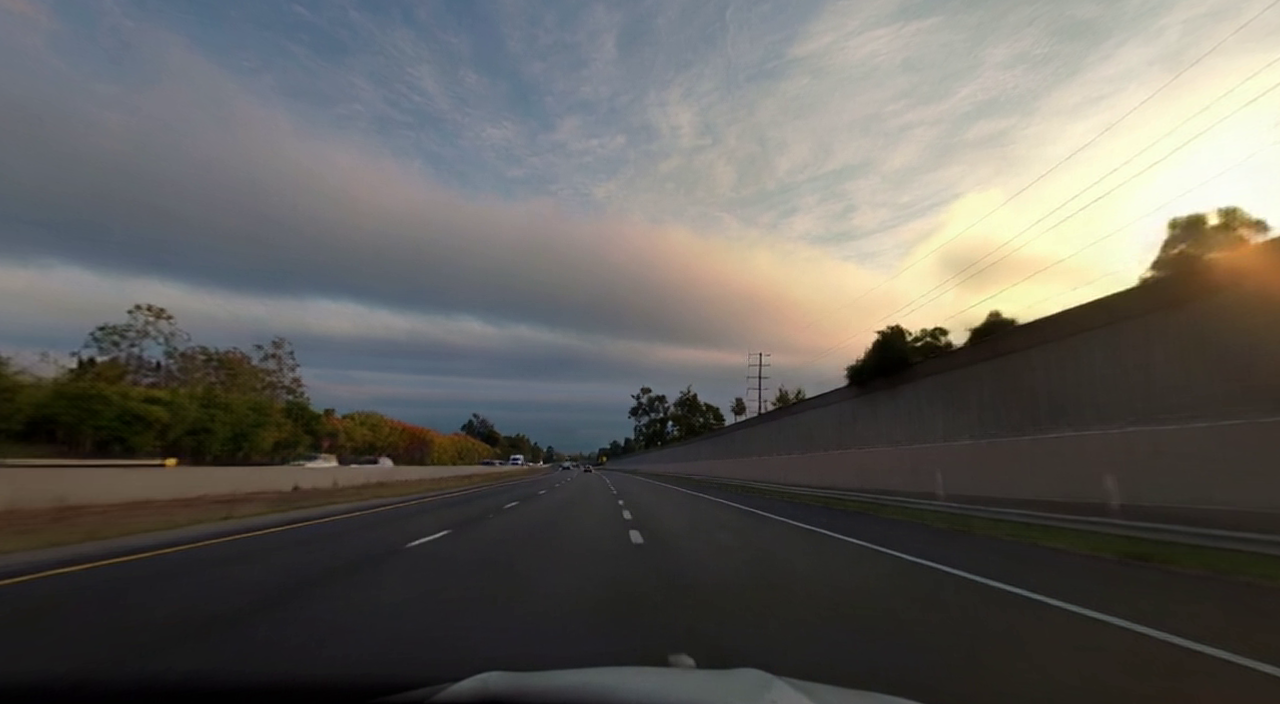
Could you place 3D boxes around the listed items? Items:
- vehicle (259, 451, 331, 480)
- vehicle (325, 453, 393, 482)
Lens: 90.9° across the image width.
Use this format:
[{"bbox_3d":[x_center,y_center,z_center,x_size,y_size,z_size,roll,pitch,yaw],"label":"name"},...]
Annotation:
[{"bbox_3d":[-19.164,6.344,35.246,1.819,1.482,4.228,1,-10,-3],"label":"vehicle"},{"bbox_3d":[-15.588,6.455,35.199,1.965,1.498,4.378,1,-10,-3],"label":"vehicle"}]
